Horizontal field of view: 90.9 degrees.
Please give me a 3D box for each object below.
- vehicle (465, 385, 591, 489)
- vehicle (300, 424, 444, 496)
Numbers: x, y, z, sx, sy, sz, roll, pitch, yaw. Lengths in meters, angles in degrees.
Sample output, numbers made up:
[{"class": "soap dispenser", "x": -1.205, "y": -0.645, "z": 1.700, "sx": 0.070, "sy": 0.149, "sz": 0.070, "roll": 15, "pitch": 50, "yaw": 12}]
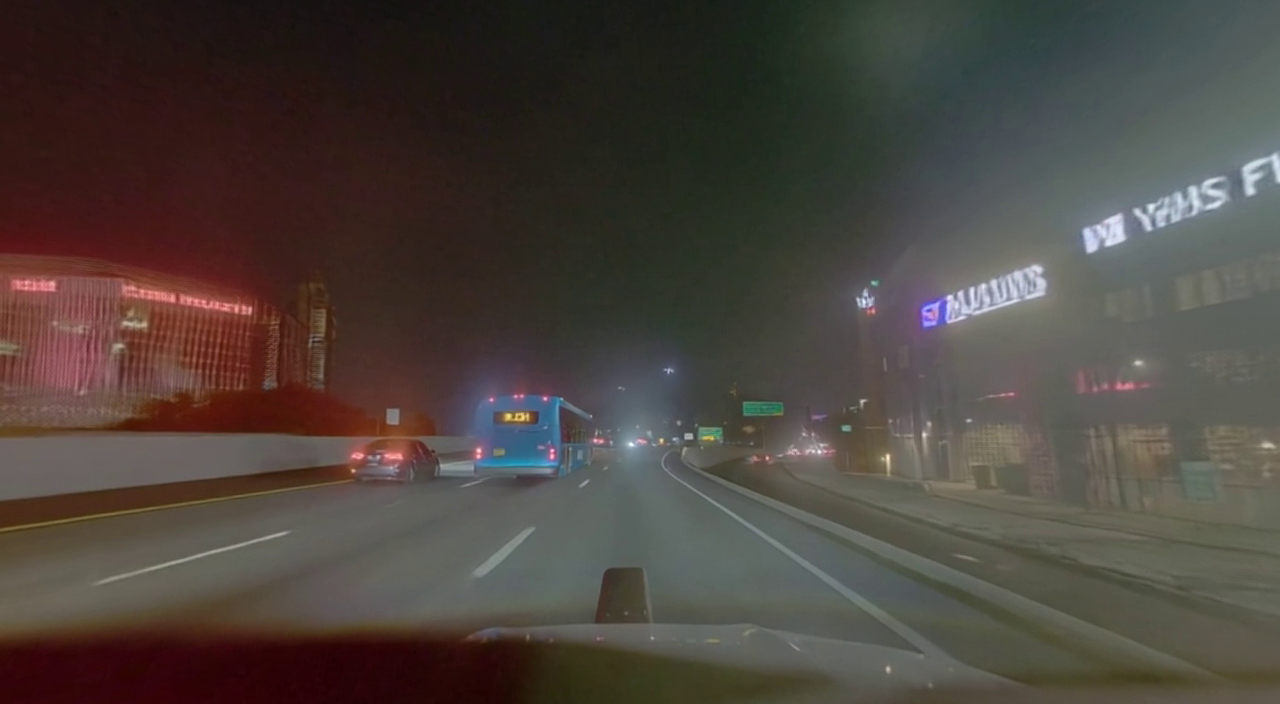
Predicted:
[{"class": "vehicle", "x": -3.511, "y": 3.103, "z": 22.174, "sx": 2.888, "sy": 2.944, "sz": 8.373, "roll": 0, "pitch": -9, "yaw": 0}, {"class": "vehicle", "x": -7.091, "y": 2.926, "z": 17.310, "sx": 1.993, "sy": 1.690, "sz": 4.450, "roll": 0, "pitch": -9, "yaw": 0}]
